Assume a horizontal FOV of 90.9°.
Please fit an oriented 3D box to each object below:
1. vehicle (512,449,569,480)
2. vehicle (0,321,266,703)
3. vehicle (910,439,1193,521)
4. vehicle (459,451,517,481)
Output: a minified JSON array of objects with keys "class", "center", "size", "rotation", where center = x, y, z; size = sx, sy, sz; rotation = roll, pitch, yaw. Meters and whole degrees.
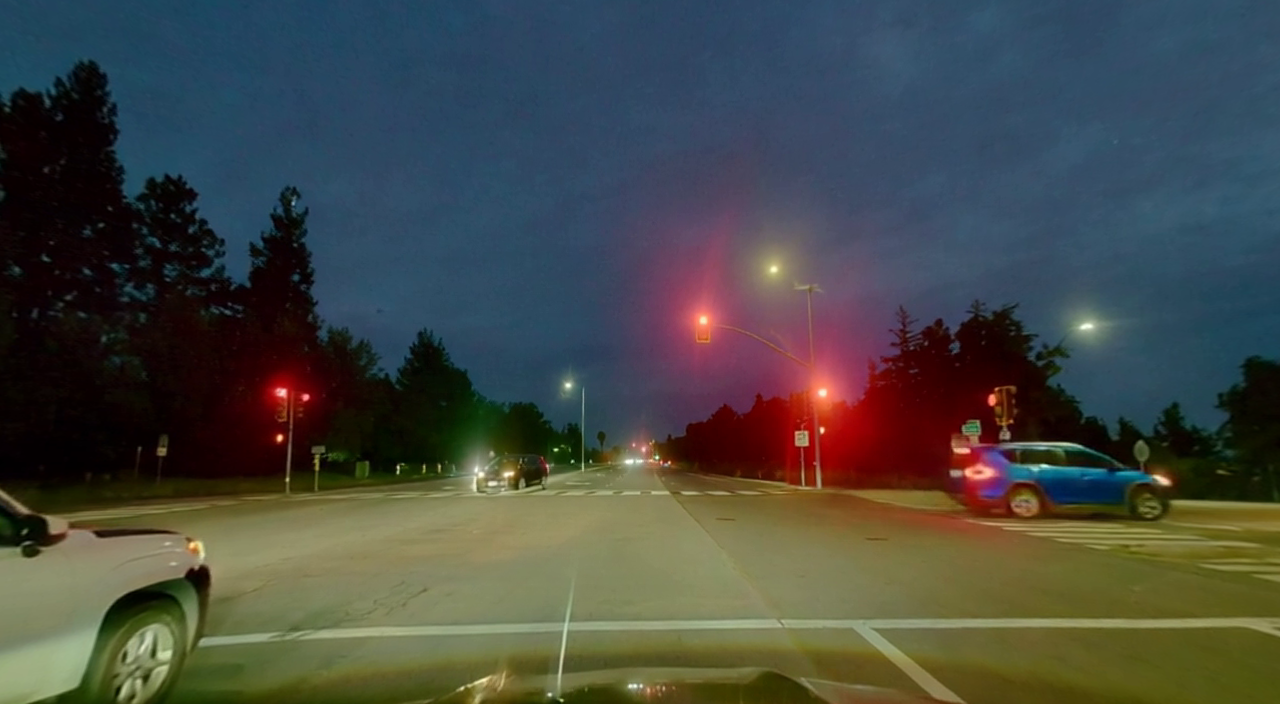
[{"class":"vehicle","center":[-5.195,5.923,33.535],"size":[2.107,1.456,4.728],"rotation":[0,-8,2]},{"class":"vehicle","center":[-3.456,0.669,1.528],"size":[2.242,1.761,4.505],"rotation":[0,-8,1]},{"class":"vehicle","center":[8.066,2.521,12.686],"size":[4.404,1.486,1.841],"rotation":[0,-8,-2]},{"class":"vehicle","center":[-8.000,6.006,33.481],"size":[1.960,1.433,4.213],"rotation":[0,-8,1]}]
